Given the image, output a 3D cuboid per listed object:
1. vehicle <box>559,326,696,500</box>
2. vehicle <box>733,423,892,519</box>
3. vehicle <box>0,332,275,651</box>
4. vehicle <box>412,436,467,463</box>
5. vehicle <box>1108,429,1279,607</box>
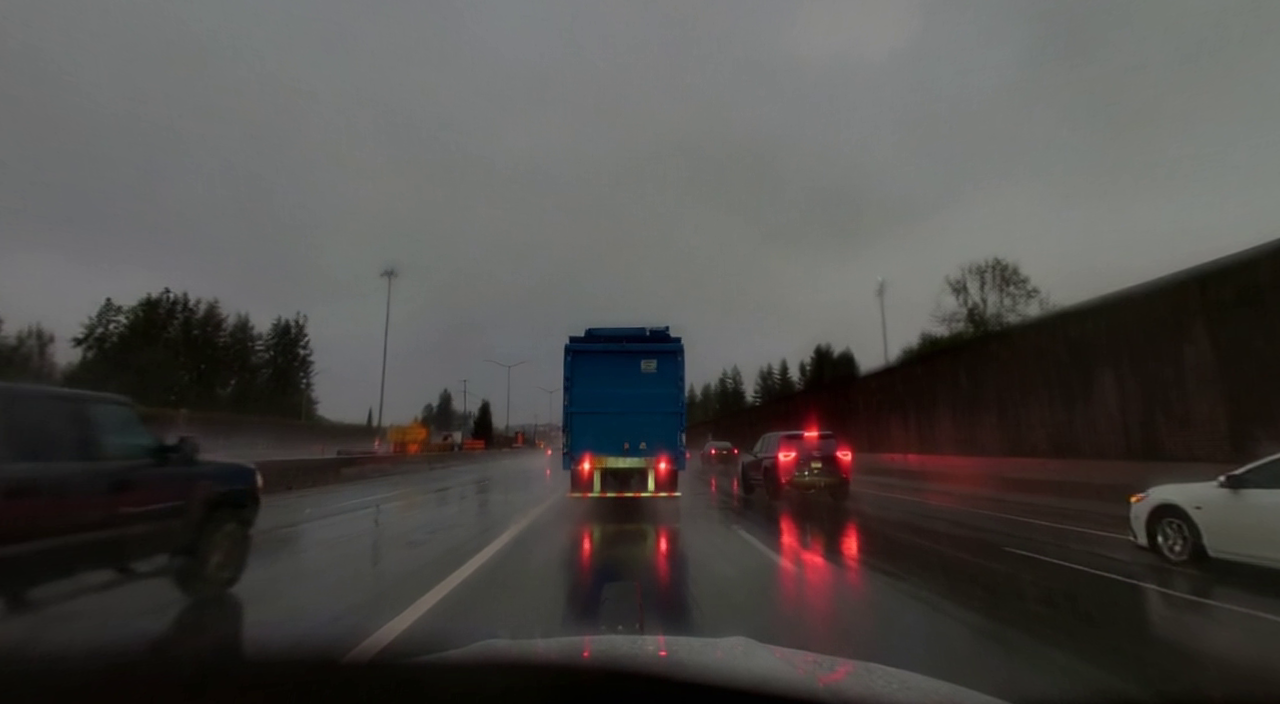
[{"bbox_3d":[-0.440,2.112,19.364,3.067,3.940,10.154,1,-9,-2],"label":"vehicle"},{"bbox_3d":[3.459,2.487,13.605,2.103,1.713,4.173,1,-9,-2],"label":"vehicle"},{"bbox_3d":[-5.198,0.829,3.713,2.421,1.965,5.980,0,-9,1],"label":"vehicle"},{"bbox_3d":[-14.018,6.842,44.274,2.054,1.708,4.663,2,-8,3],"label":"vehicle"},{"bbox_3d":[7.090,1.475,5.352,2.070,1.632,4.774,2,-9,-9],"label":"vehicle"}]
